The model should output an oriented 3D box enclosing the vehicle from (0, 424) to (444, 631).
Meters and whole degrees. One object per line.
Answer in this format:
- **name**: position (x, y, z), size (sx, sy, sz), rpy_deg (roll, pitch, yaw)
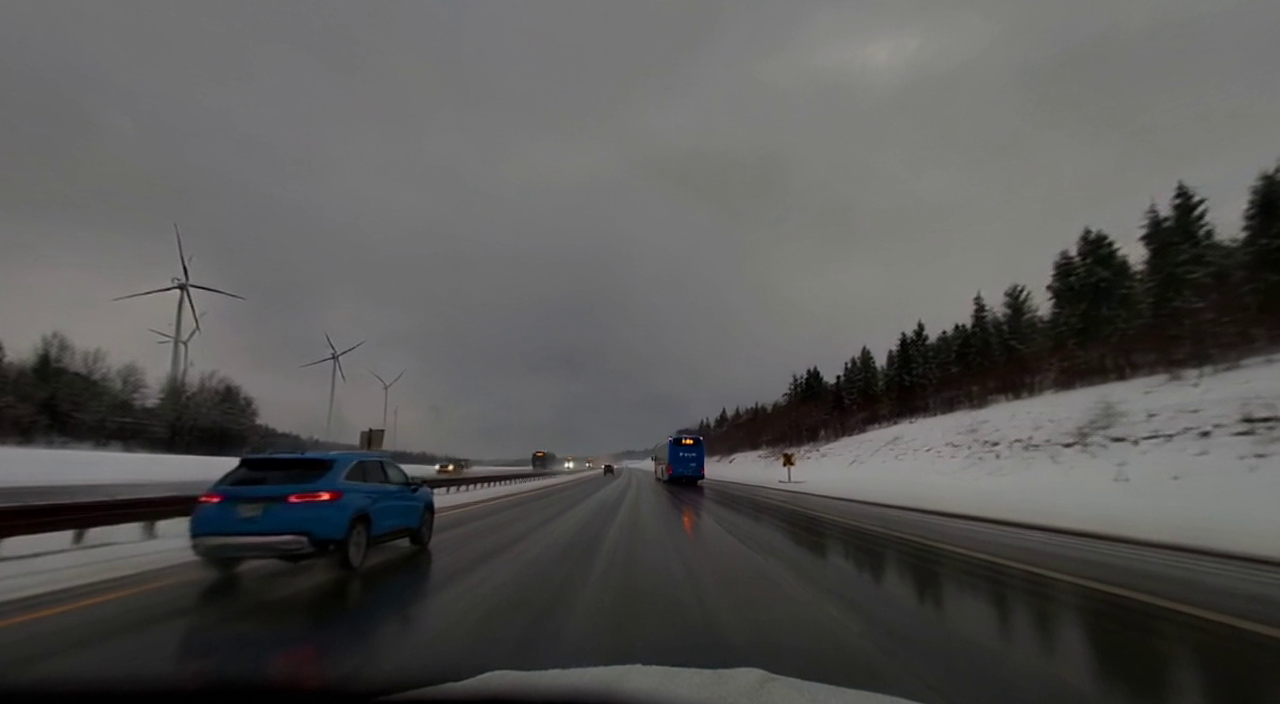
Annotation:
- **vehicle**: position (-4.017, 1.768, 7.123), size (2.213, 1.568, 4.274), rpy_deg (1, -10, 0)
